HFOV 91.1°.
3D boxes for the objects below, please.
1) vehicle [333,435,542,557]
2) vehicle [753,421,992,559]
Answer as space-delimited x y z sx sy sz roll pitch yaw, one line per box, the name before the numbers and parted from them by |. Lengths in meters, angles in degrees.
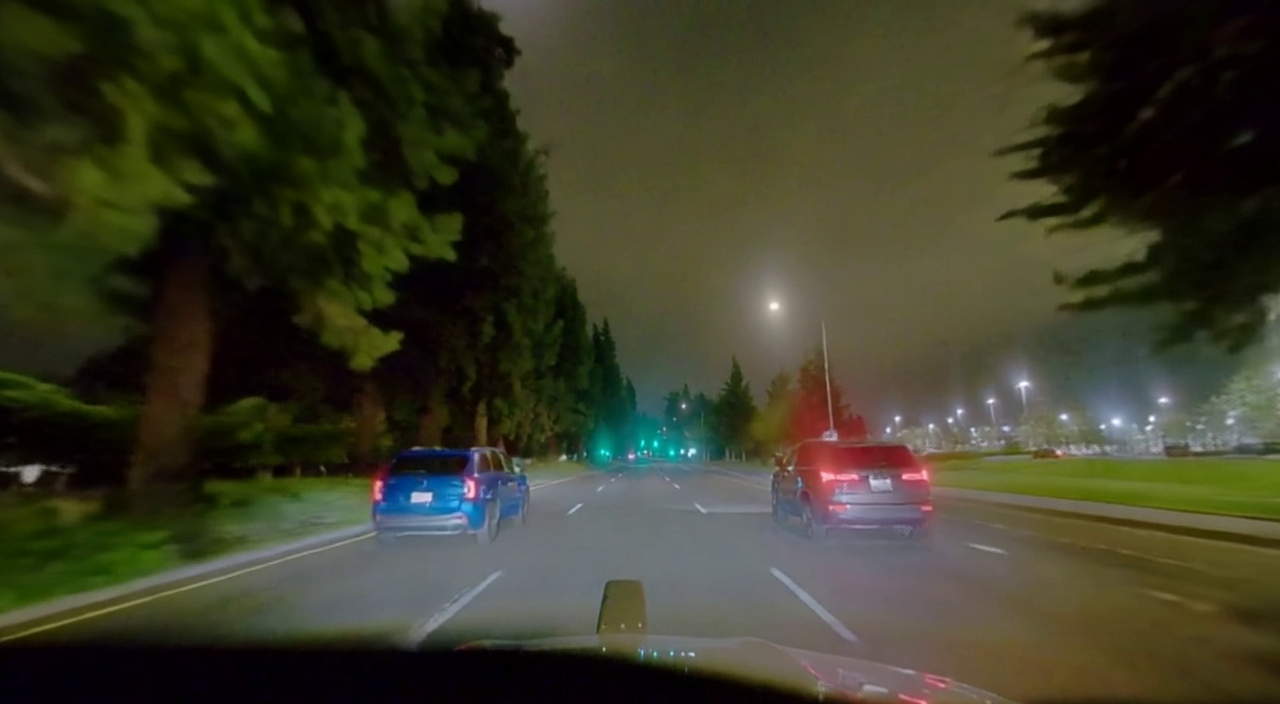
vehicle | -3.105 2.307 10.763 2.025 1.635 4.293 0 -9 1
vehicle | 3.468 2.184 10.696 2.087 1.759 5.040 0 -9 -1
